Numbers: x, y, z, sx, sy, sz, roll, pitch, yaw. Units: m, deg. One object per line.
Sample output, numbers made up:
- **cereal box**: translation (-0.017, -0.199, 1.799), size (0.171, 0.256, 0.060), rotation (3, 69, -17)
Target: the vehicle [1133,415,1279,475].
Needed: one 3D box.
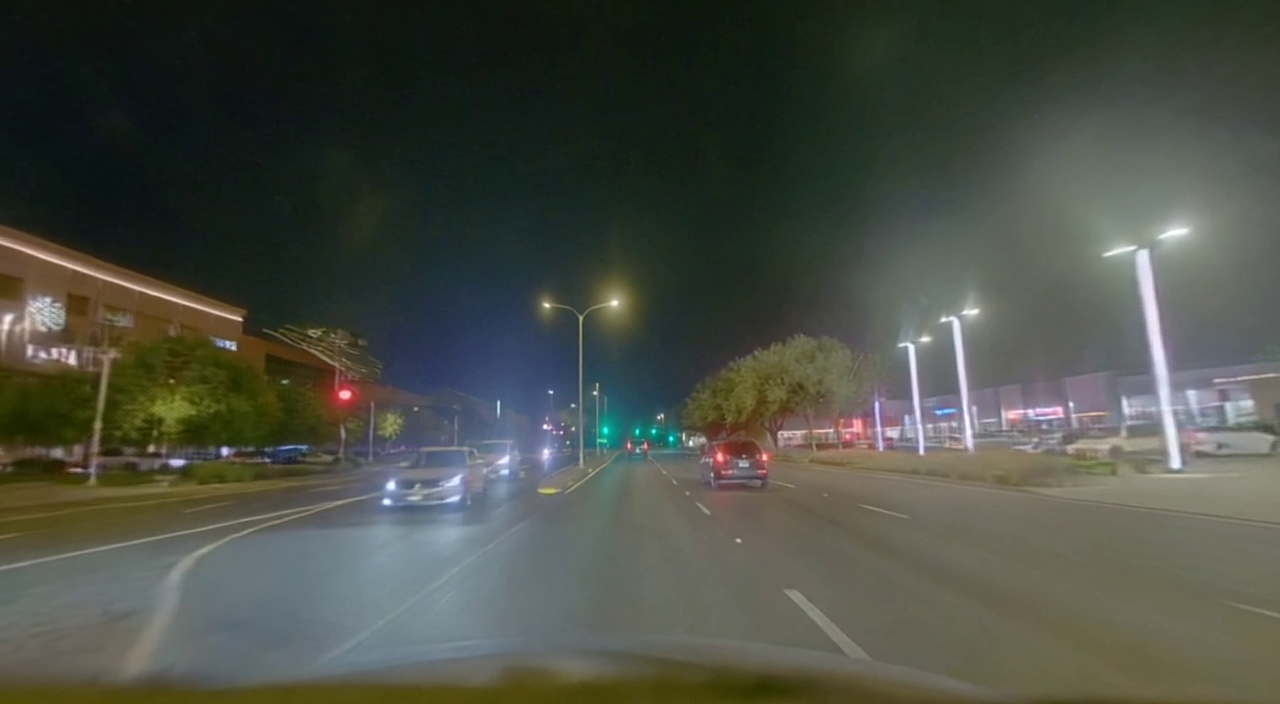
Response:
- **vehicle**: translation (18.190, 2.943, 20.090), size (4.446, 1.692, 2.184), rotation (4, -9, -28)

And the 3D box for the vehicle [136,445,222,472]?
- **vehicle**: translation (-30.080, 6.963, 41.341), size (3.990, 1.569, 2.071), rotation (-1, -9, -2)

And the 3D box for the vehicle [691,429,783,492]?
- **vehicle**: translation (2.790, 3.242, 19.188), size (1.963, 1.677, 4.229), rotation (0, -8, -2)

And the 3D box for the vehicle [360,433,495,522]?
- **vehicle**: translation (-4.214, 2.549, 13.255), size (1.905, 1.471, 4.302), rotation (-1, -9, -8)

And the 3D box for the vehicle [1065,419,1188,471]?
- **vehicle**: translation (17.765, 3.390, 23.070), size (4.074, 1.706, 1.972), rotation (5, -10, -29)

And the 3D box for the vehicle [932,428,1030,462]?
- **vehicle**: translation (17.528, 4.768, 32.430), size (4.591, 1.645, 1.914), rotation (4, -9, -24)

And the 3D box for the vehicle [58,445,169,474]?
- **vehicle**: translation (-29.733, 6.044, 35.769), size (4.500, 1.559, 2.001), rotation (0, -8, 1)
